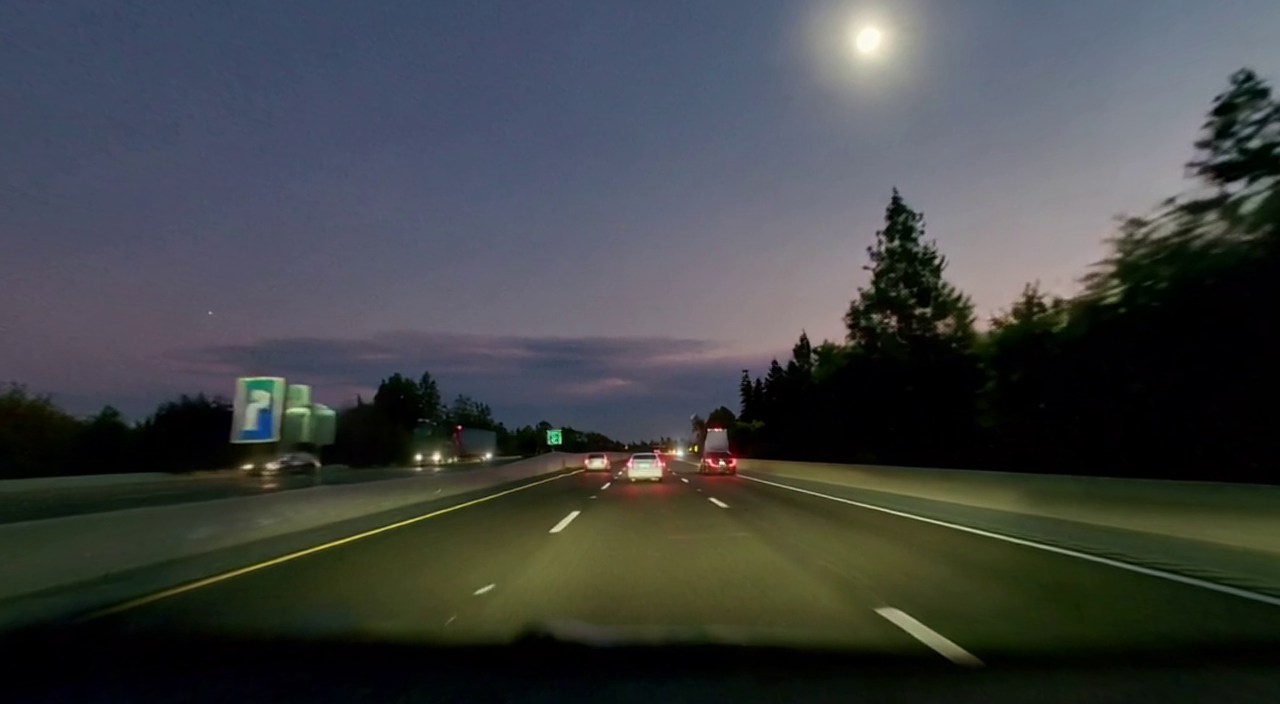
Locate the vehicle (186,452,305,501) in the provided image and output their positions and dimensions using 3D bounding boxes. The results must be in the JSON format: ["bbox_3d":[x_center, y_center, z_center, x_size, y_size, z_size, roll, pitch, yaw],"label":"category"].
[{"bbox_3d":[-15.649,4.929,25.323,1.957,1.779,4.308,0,-9,0],"label":"vehicle"}]

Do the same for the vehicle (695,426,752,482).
[{"bbox_3d":[5.104,6.086,37.506,2.650,2.978,6.937,-3,-10,12],"label":"vehicle"}]

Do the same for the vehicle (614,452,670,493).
[{"bbox_3d":[0.069,4.851,25.778,2.089,1.516,4.191,0,-9,0],"label":"vehicle"}]

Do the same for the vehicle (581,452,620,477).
[{"bbox_3d":[-2.421,7.067,39.814,2.105,1.467,4.099,0,-9,2],"label":"vehicle"}]
